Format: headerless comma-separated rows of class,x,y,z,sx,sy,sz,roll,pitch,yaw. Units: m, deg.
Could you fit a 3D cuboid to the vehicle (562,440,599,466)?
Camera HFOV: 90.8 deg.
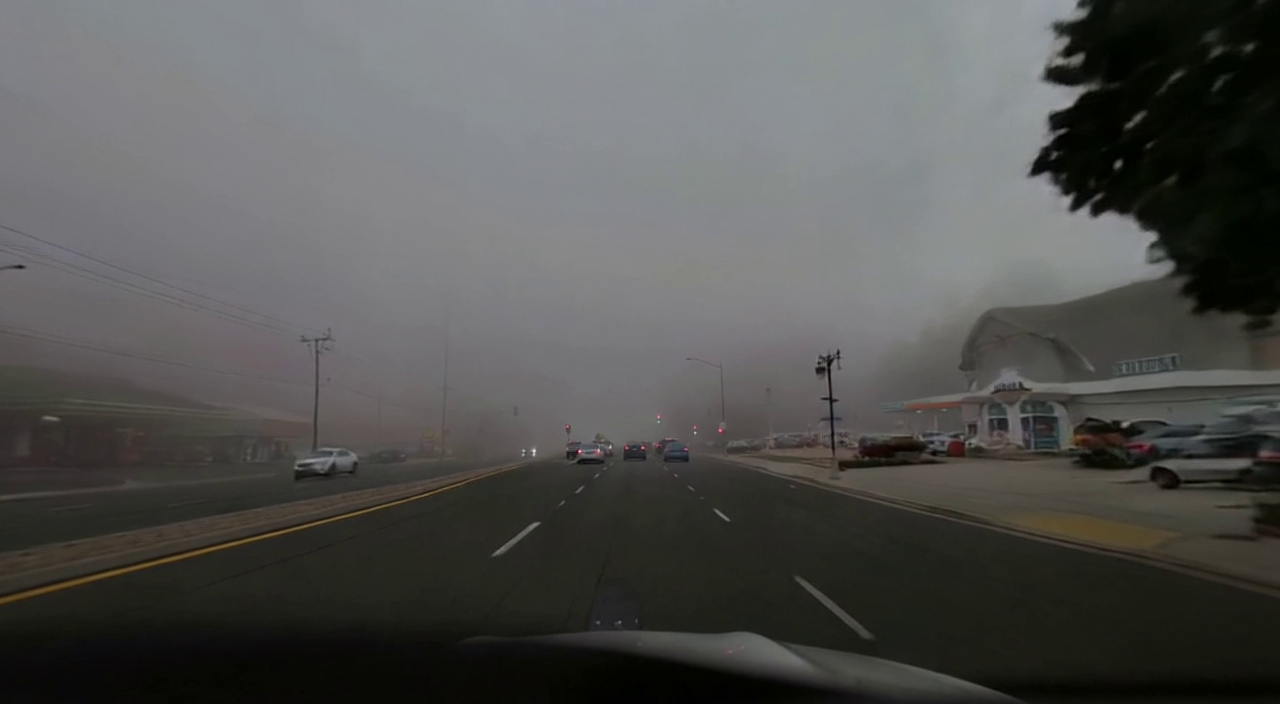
vehicle,-3.994,6.832,43.082,2.040,1.661,4.573,0,-8,0

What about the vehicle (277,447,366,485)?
vehicle,-14.808,5.303,29.673,1.939,1.594,4.284,-1,-8,0
